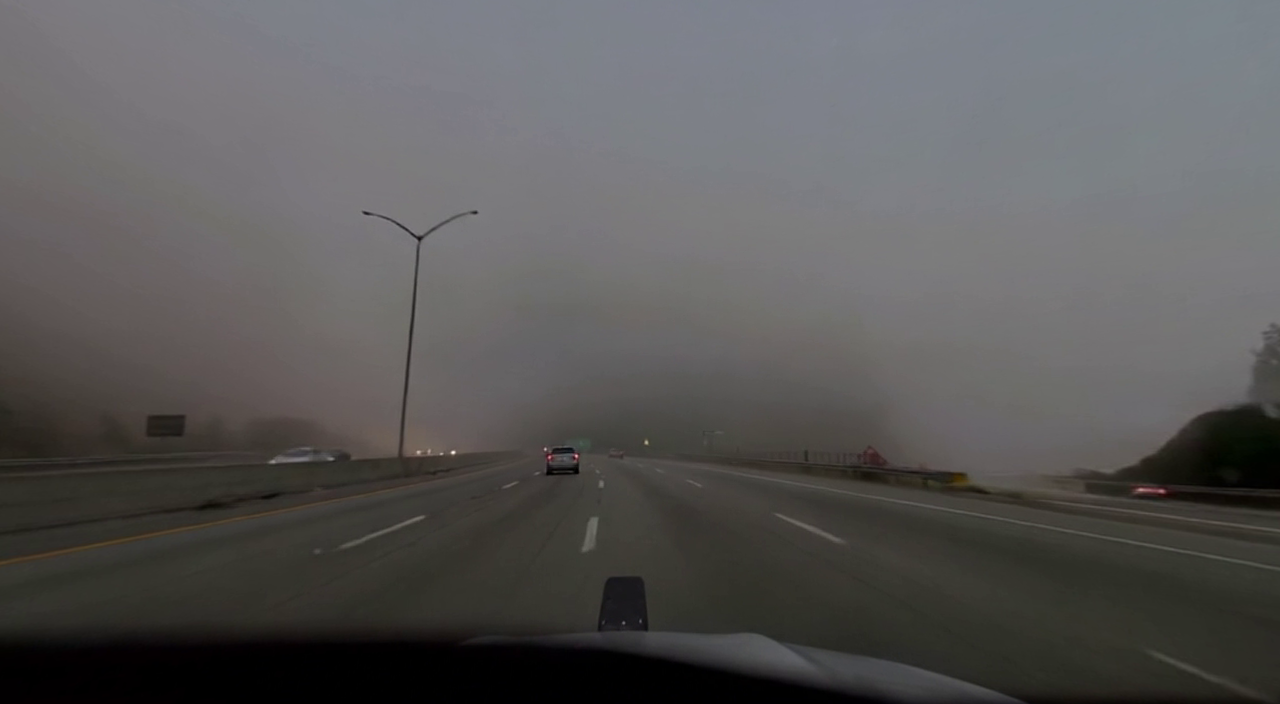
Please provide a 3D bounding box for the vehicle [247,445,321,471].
[{"bbox_3d":[-21.304,6.351,37.970,2.076,1.457,4.466,0,-9,-4],"label":"vehicle"}]

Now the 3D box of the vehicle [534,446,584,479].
[{"bbox_3d":[-3.974,5.470,31.534,2.193,1.497,4.337,0,-9,-4],"label":"vehicle"}]

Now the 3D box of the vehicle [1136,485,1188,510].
[{"bbox_3d":[37.999,10.580,45.986,1.856,1.462,3.789,-4,-10,23],"label":"vehicle"}]
